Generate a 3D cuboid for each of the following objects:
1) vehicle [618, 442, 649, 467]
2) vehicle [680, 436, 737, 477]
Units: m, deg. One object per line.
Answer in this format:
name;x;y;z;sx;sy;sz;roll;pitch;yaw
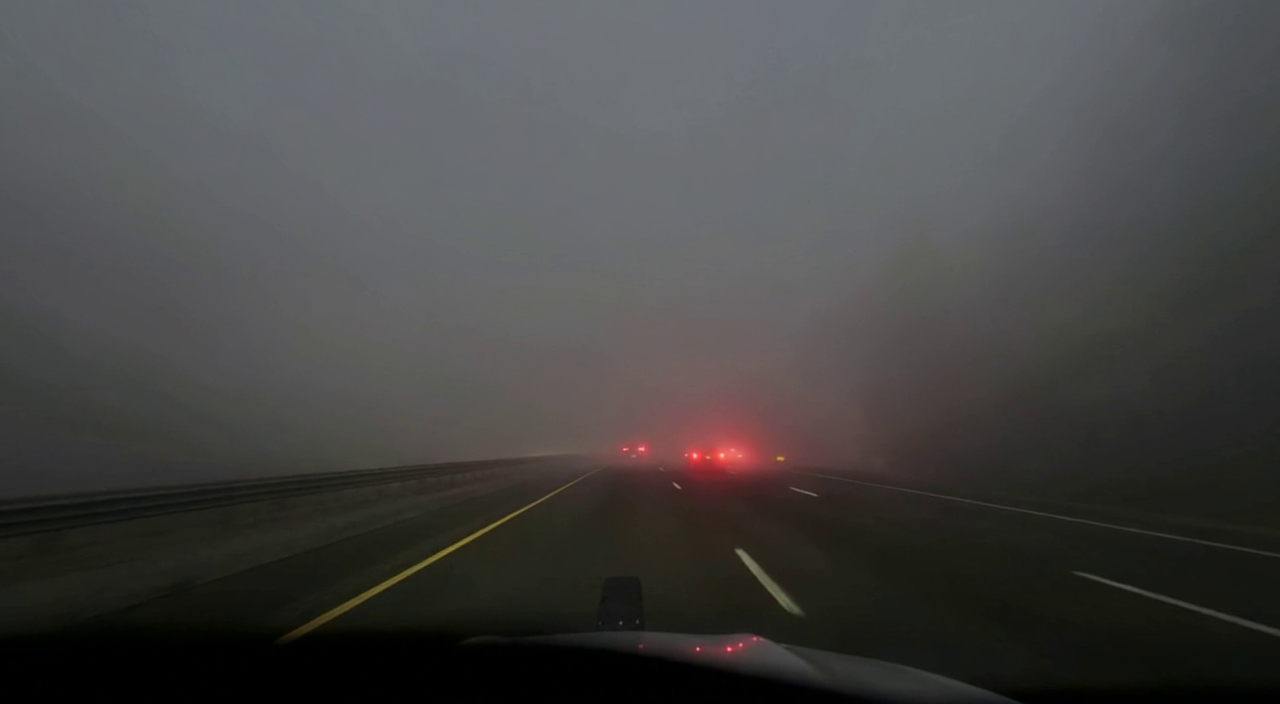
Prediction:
vehicle;-0.432;7.453;45.919;2.142;1.664;4.076;0;-9;1
vehicle;3.267;5.102;30.936;2.269;1.839;4.554;0;-9;-1
